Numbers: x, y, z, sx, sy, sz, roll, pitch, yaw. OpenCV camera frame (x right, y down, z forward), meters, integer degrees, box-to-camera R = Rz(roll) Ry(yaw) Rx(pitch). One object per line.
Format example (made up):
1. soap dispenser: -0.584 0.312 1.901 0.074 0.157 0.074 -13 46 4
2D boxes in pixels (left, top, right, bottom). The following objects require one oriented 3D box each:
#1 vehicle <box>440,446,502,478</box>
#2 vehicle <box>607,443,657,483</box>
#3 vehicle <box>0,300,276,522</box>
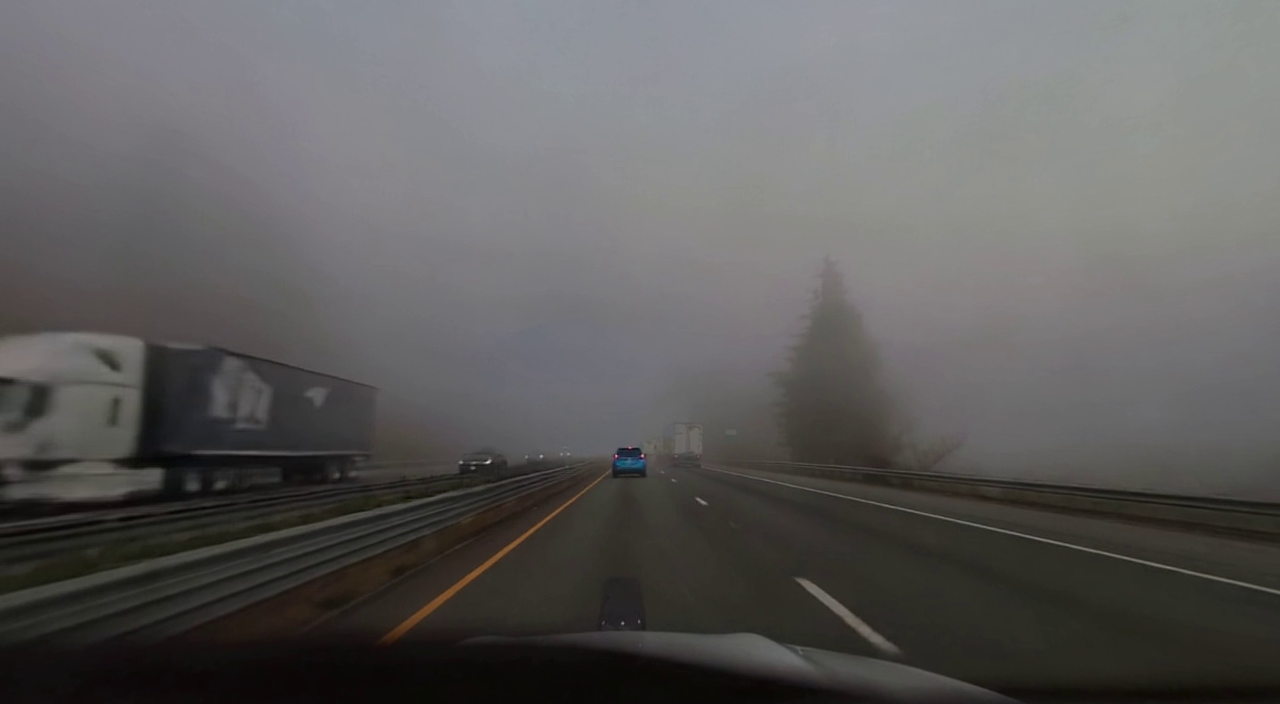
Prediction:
1. vehicle: -8.868 5.804 33.434 1.961 1.521 4.766 0 -9 0
2. vehicle: -0.393 5.178 29.625 2.190 1.706 4.062 0 -9 -1
3. vehicle: -12.991 1.671 15.516 3.019 4.044 8.230 0 -9 0
